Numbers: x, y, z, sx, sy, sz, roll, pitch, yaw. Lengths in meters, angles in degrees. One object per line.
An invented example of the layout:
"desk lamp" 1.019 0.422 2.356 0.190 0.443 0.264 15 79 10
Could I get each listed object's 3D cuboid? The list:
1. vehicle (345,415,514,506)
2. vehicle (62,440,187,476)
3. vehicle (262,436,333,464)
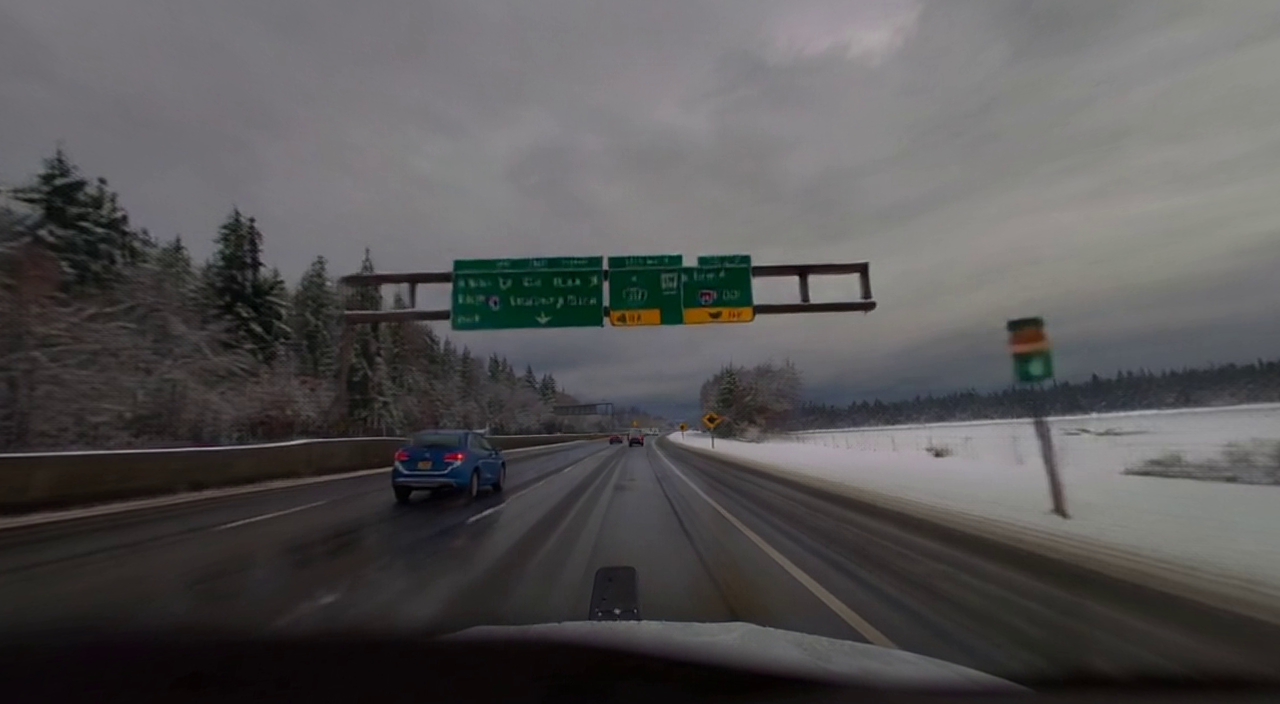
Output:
"vehicle" -4.217 2.236 13.540 2.052 1.626 4.514 0 -8 0
"vehicle" -24.014 4.919 29.631 1.887 1.503 4.690 0 -8 0
"vehicle" -19.873 5.688 36.743 1.797 1.507 3.975 0 -8 1
